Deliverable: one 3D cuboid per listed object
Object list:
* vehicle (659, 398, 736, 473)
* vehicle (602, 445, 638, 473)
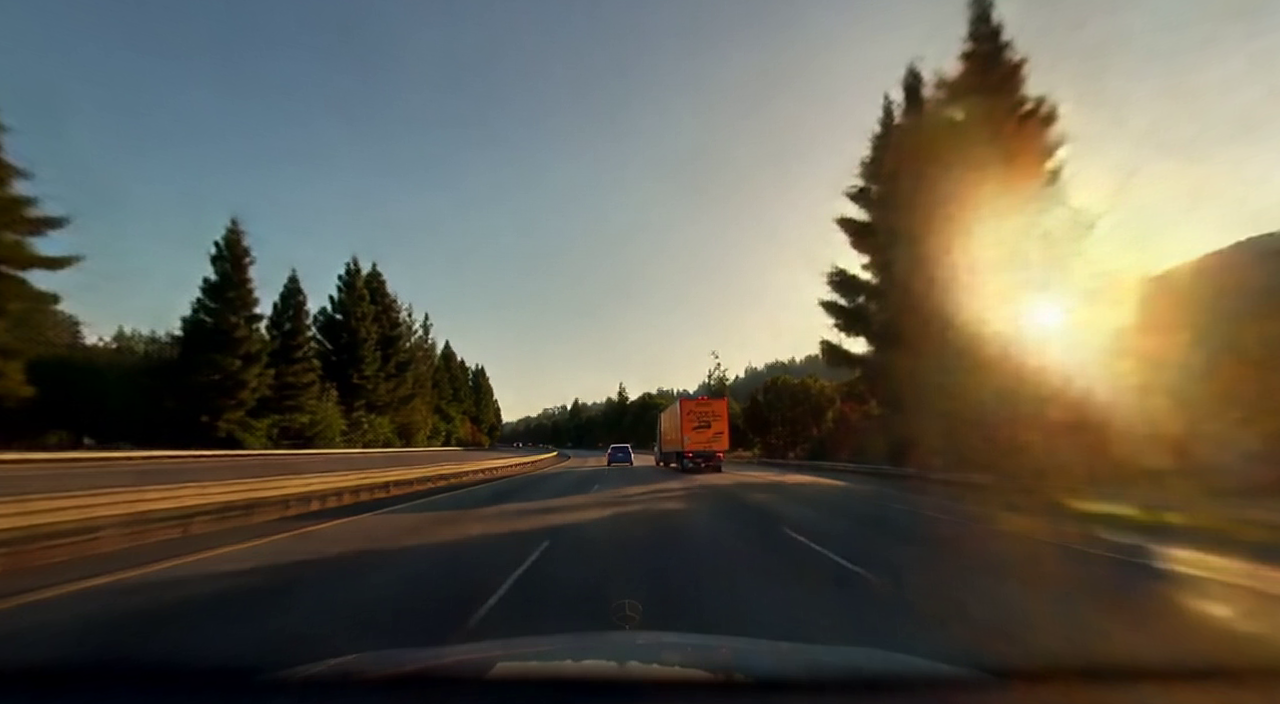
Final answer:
[{"bbox_3d":[3.303,5.582,41.076,2.951,4.012,14.203,0,-9,-3],"label":"vehicle"},{"bbox_3d":[-1.121,5.958,35.307,1.913,1.460,3.610,0,-9,-2],"label":"vehicle"}]
